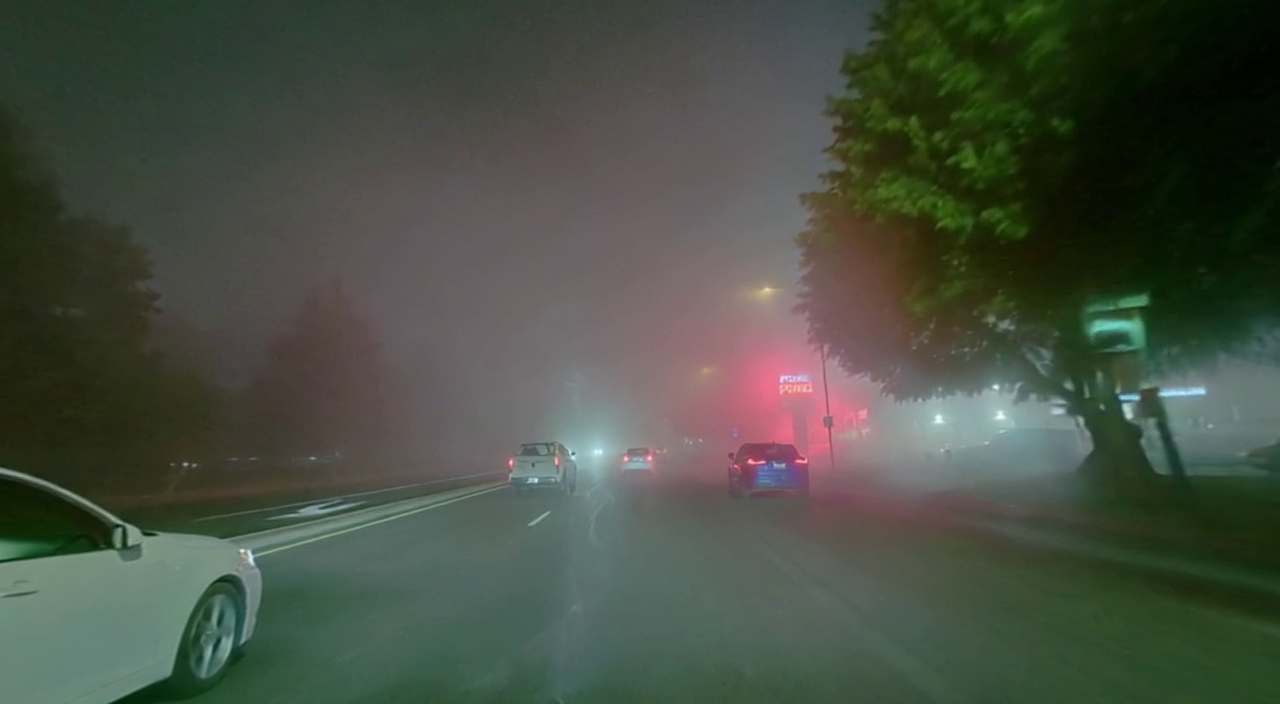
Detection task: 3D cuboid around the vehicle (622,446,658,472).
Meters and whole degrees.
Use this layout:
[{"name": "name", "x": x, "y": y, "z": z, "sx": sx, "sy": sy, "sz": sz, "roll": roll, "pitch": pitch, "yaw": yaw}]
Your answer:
[{"name": "vehicle", "x": -0.024, "y": 6.463, "z": 38.345, "sx": 2.069, "sy": 1.445, "sz": 3.965, "roll": 0, "pitch": -8, "yaw": 0}]

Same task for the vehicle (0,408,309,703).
[{"name": "vehicle", "x": -3.007, "y": 0.834, "z": 1.403, "sx": 1.956, "sy": 1.460, "sz": 4.802, "roll": 0, "pitch": -8, "yaw": 0}]

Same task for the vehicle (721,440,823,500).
[{"name": "vehicle", "x": 3.606, "y": 3.297, "z": 18.039, "sx": 1.904, "sy": 1.490, "sz": 4.299, "roll": 0, "pitch": -8, "yaw": -1}]

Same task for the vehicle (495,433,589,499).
[{"name": "vehicle", "x": -2.917, "y": 3.513, "z": 19.892, "sx": 2.193, "sy": 1.788, "sz": 4.603, "roll": -1, "pitch": -8, "yaw": 0}]
